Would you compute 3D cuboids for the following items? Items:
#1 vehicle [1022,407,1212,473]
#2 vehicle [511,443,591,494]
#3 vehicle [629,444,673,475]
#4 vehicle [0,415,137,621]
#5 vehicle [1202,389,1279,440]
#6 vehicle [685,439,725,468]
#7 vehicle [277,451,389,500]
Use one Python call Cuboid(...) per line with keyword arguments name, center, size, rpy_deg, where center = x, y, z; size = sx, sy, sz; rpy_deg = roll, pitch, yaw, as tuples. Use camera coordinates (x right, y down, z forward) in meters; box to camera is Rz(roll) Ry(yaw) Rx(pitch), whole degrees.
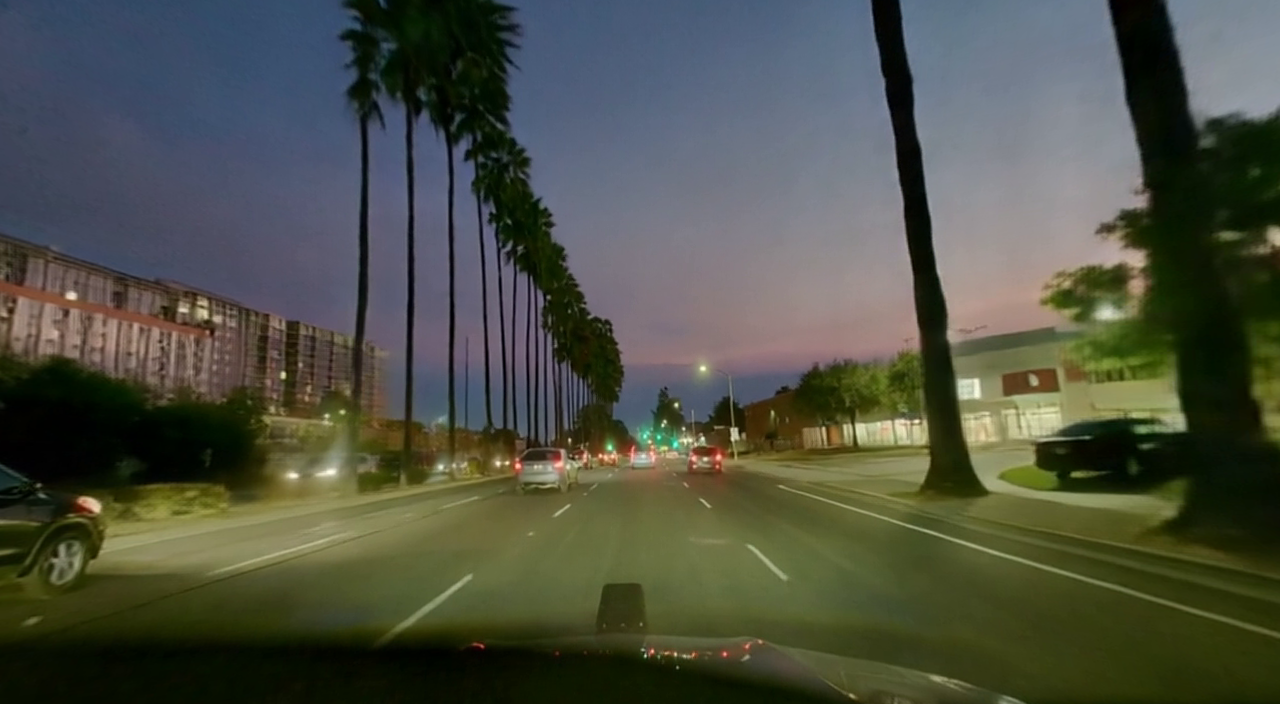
Cuboid(name="vehicle", center=(12.113, 2.278, 16.014), size=(4.378, 1.463, 1.824), rpy_deg=(5, -10, -23))
Cuboid(name="vehicle", center=(-2.835, 3.834, 21.103), size=(1.908, 1.505, 4.369), rpy_deg=(-1, -8, 2))
Cuboid(name="vehicle", center=(0.558, 5.612, 33.076), size=(2.147, 1.507, 3.953), rpy_deg=(0, -8, 1))
Cuboid(name="vehicle", center=(-6.466, 1.277, 4.447), size=(2.030, 1.730, 4.506), rpy_deg=(-1, -8, 1))
Cuboid(name="vehicle", center=(22.212, 2.336, 22.789), size=(4.554, 1.635, 1.864), rpy_deg=(6, -11, -37))
Cuboid(name="vehicle", center=(4.211, 6.680, 41.698), size=(2.108, 1.785, 4.334), rpy_deg=(0, -8, -1))
Cuboid(name="vehicle", center=(-11.745, 4.719, 24.541), size=(2.034, 1.649, 4.577), rpy_deg=(0, -8, 0))
